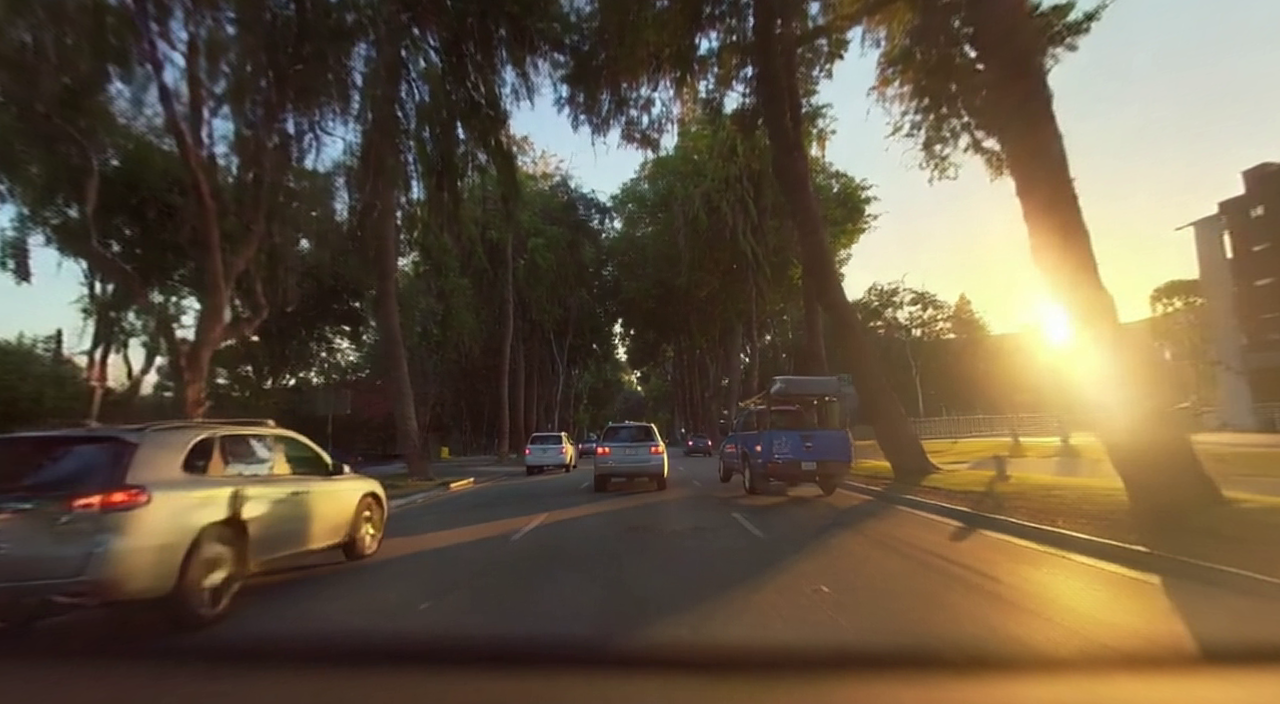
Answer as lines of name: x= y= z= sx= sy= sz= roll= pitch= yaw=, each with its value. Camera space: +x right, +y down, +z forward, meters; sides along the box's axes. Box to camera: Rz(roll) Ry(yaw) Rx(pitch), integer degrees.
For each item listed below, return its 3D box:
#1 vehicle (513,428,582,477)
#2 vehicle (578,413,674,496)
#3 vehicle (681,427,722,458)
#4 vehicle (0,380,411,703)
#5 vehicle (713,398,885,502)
vehicle: x=-3.336 y=3.705 z=23.445 sx=1.894 sy=1.642 sz=3.861 roll=0 pitch=-8 yaw=1
vehicle: x=-0.261 y=2.521 z=15.725 sx=2.075 sy=1.770 sz=4.018 roll=0 pitch=-8 yaw=1
vehicle: x=3.972 y=5.952 z=41.447 sx=2.183 sy=1.948 sz=4.633 roll=0 pitch=-8 yaw=-1
vehicle: x=-3.890 y=1.286 z=5.469 sx=1.959 sy=1.614 sz=4.676 roll=0 pitch=-8 yaw=1
vehicle: x=3.517 y=2.402 z=15.660 sx=2.655 sy=2.054 sz=6.098 roll=0 pitch=-8 yaw=0
